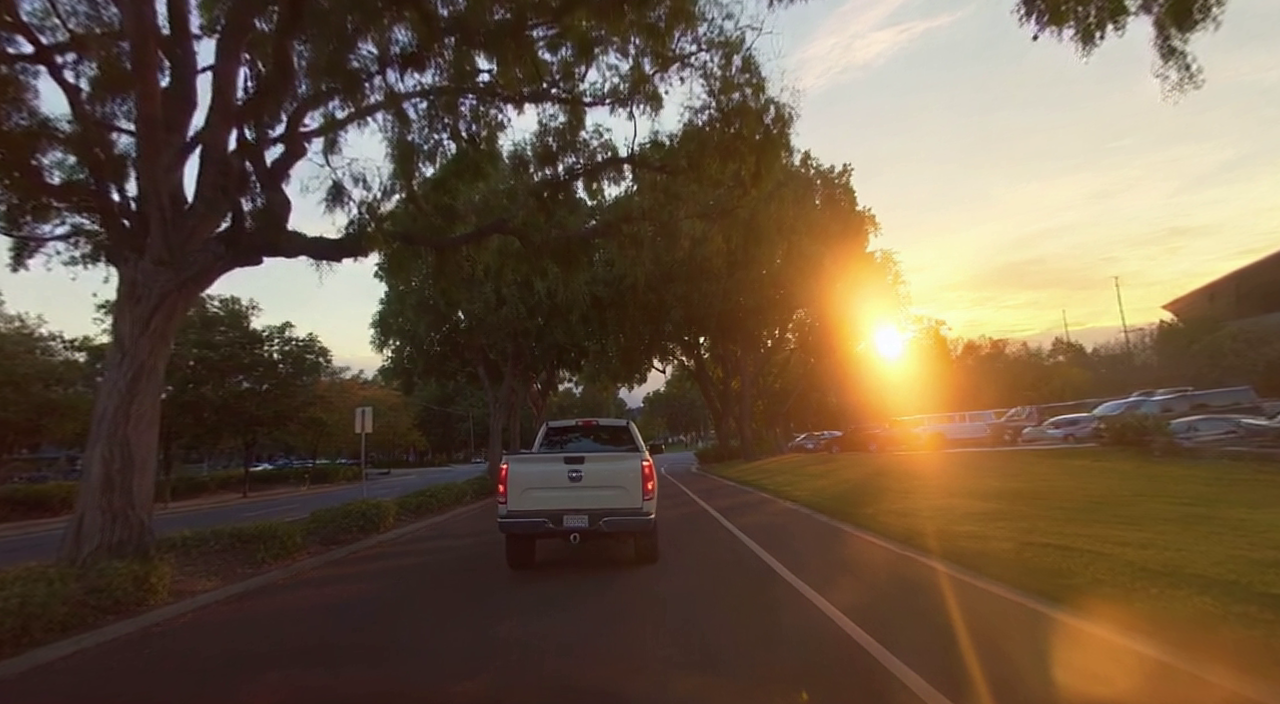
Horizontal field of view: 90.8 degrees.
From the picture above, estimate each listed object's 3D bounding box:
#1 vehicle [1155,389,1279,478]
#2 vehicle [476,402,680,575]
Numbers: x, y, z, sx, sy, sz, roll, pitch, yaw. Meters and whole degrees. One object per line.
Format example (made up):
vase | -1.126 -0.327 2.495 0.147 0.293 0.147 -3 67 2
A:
vehicle | 11.890 1.383 10.844 4.298 1.392 1.944 -1 -8 2
vehicle | -0.607 1.827 9.278 2.157 1.816 5.039 0 -9 1
